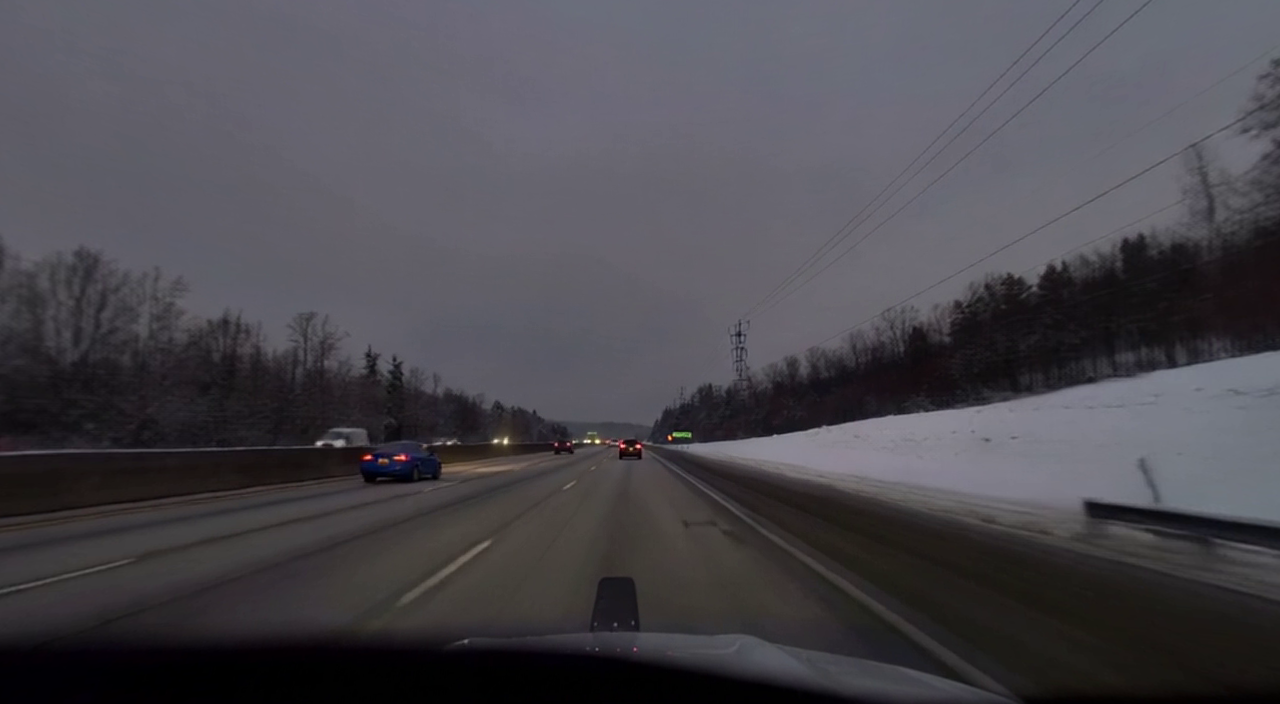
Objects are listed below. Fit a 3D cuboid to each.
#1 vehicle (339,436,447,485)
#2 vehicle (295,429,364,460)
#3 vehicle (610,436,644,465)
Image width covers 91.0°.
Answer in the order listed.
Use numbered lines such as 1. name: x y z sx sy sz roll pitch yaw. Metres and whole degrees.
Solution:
1. vehicle: -8.381 3.714 21.861 2.047 1.486 4.306 0 -8 -1
2. vehicle: -19.175 5.744 39.124 2.119 1.821 4.700 0 -8 -3
3. vehicle: -0.833 6.231 40.070 2.040 1.715 3.906 0 -8 -1
